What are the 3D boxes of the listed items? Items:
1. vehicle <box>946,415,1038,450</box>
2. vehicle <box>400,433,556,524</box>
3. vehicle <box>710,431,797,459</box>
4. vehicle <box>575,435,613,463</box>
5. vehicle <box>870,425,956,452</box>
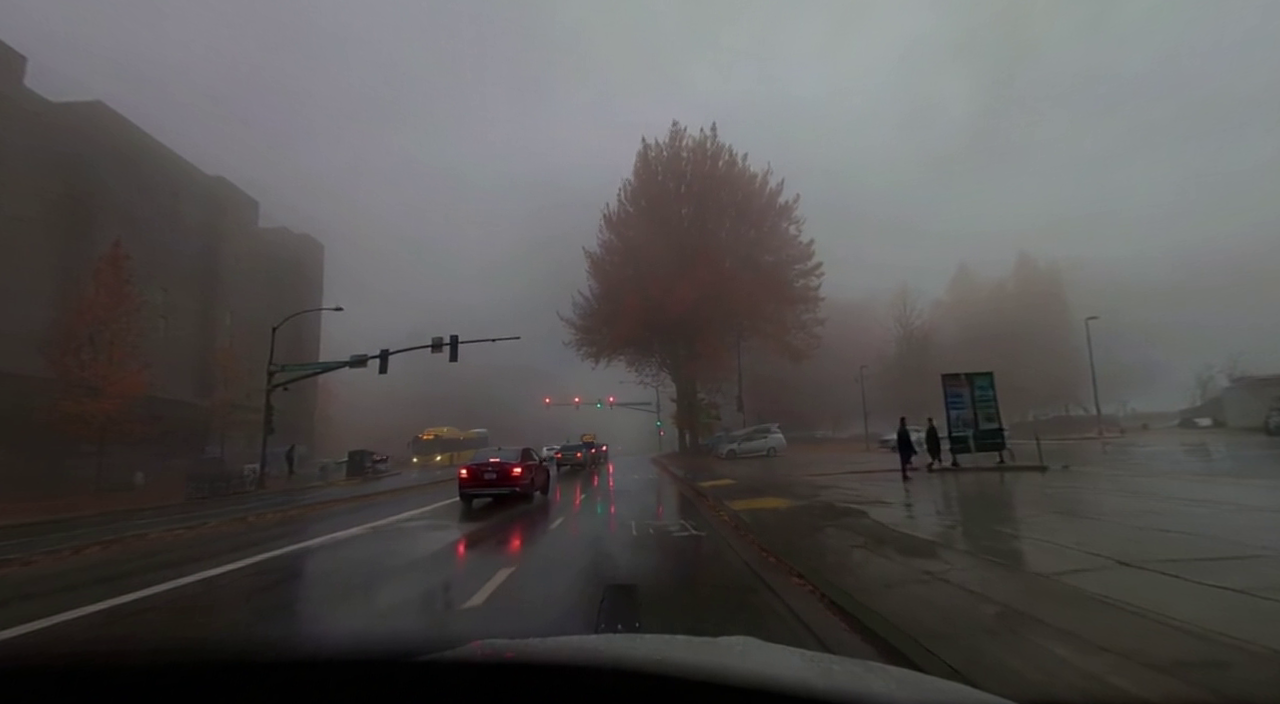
[{"bbox_3d":[20.580,4.730,36.721,4.172,1.687,1.773,-4,-8,-2],"label":"vehicle"},{"bbox_3d":[-3.005,2.444,12.642,2.092,1.507,4.078,0,-9,-1],"label":"vehicle"},{"bbox_3d":[6.939,5.748,38.728,4.894,1.451,2.089,-3,-8,0],"label":"vehicle"},{"bbox_3d":[-3.021,6.560,42.420,2.365,1.751,3.904,0,-9,-1],"label":"vehicle"},{"bbox_3d":[15.917,5.085,36.719,4.064,1.507,2.078,0,-9,1],"label":"vehicle"}]
